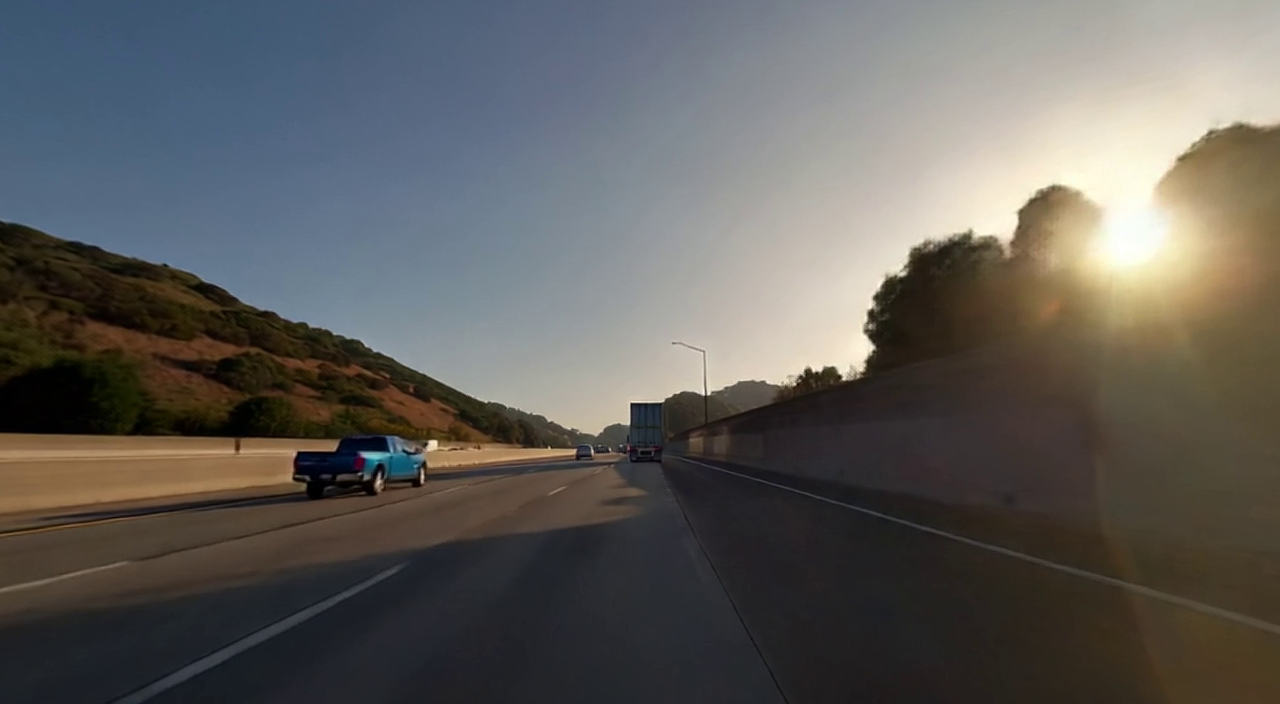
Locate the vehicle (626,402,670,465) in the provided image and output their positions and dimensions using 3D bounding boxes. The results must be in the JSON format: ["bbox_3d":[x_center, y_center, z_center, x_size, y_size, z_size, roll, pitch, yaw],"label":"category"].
[{"bbox_3d":[0.623,6.582,49.841,2.951,4.229,15.519,0,-8,1],"label":"vehicle"}]

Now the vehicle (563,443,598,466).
[{"bbox_3d":[-4.230,7.374,45.554,1.983,1.508,4.060,0,-8,2],"label":"vehicle"}]

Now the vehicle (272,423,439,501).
[{"bbox_3d":[-7.695,3.039,17.855,2.113,1.837,5.339,0,-8,1],"label":"vehicle"}]
